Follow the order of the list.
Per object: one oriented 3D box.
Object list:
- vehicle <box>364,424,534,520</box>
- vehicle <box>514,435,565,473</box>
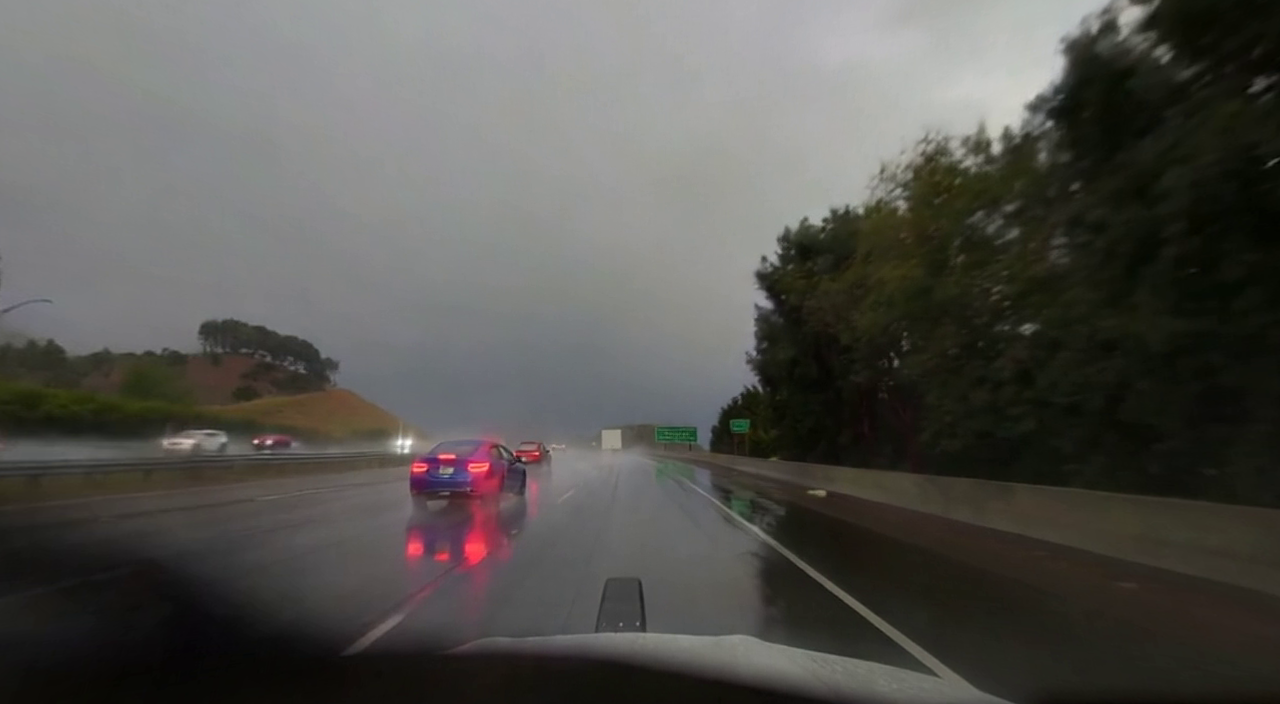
[{"bbox_3d":[-3.818,2.506,13.658,2.180,1.685,4.668,0,-9,0],"label":"vehicle"},{"bbox_3d":[-5.052,5.191,32.193,2.081,1.740,4.268,1,-9,-2],"label":"vehicle"}]
